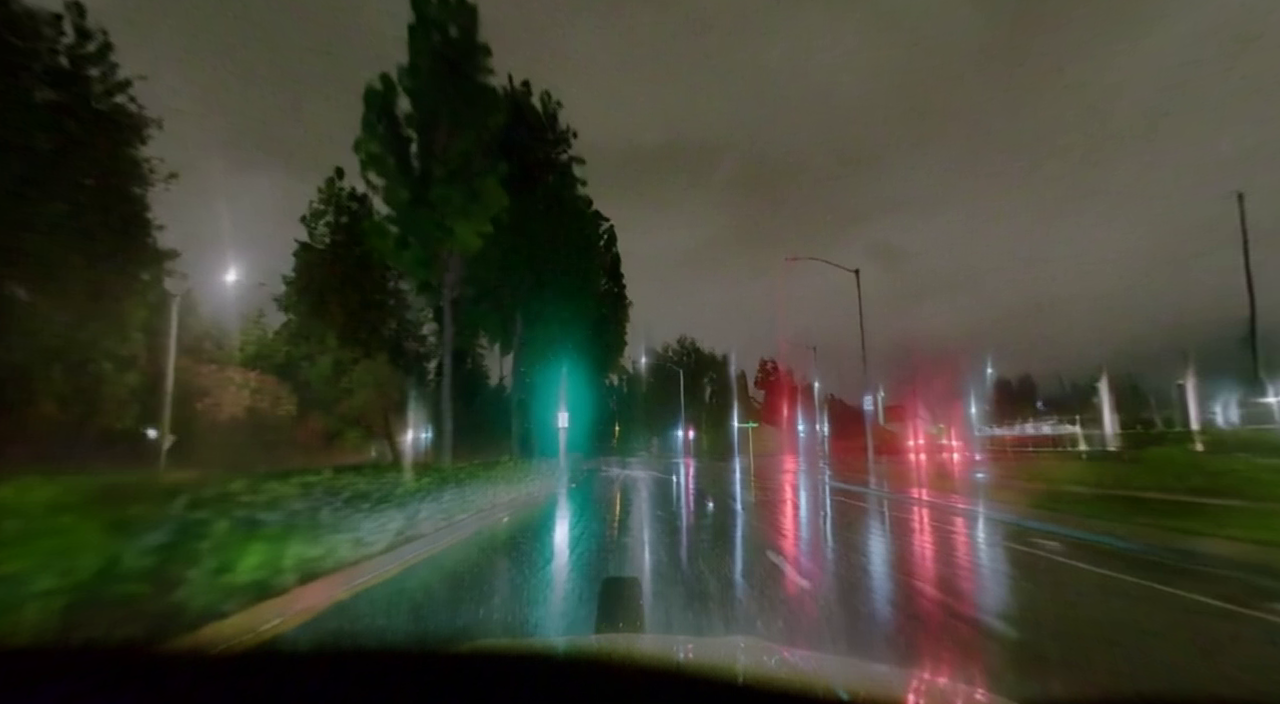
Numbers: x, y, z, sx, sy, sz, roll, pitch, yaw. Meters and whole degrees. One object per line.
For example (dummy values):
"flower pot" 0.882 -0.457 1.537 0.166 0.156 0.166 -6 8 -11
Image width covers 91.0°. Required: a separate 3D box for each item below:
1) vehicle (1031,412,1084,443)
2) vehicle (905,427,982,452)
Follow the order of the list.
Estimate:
"vehicle" 29.494 5.357 44.412 2.111 2.008 4.557 -8 -12 44
"vehicle" 21.006 6.099 43.588 4.499 1.627 2.003 -5 -10 33
